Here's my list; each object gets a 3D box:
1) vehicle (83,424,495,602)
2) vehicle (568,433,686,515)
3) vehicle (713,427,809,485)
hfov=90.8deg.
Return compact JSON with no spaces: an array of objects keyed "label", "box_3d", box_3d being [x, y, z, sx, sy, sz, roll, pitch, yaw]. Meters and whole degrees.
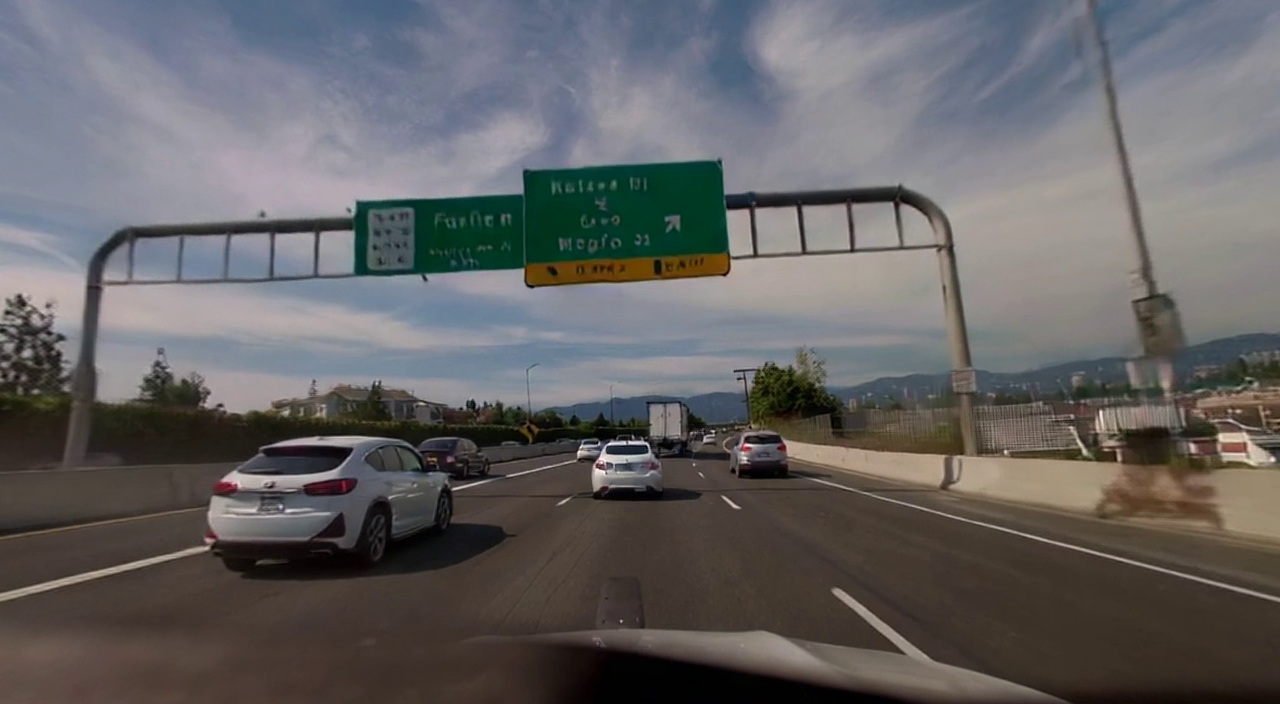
[{"label":"vehicle","box_3d":[-3.541,1.740,7.874,2.130,1.474,5.027,-1,-9,2]},{"label":"vehicle","box_3d":[-0.200,2.527,13.515,2.136,1.470,3.971,-1,-9,1]},{"label":"vehicle","box_3d":[3.777,3.356,20.641,2.166,1.666,4.618,0,-9,0]}]
